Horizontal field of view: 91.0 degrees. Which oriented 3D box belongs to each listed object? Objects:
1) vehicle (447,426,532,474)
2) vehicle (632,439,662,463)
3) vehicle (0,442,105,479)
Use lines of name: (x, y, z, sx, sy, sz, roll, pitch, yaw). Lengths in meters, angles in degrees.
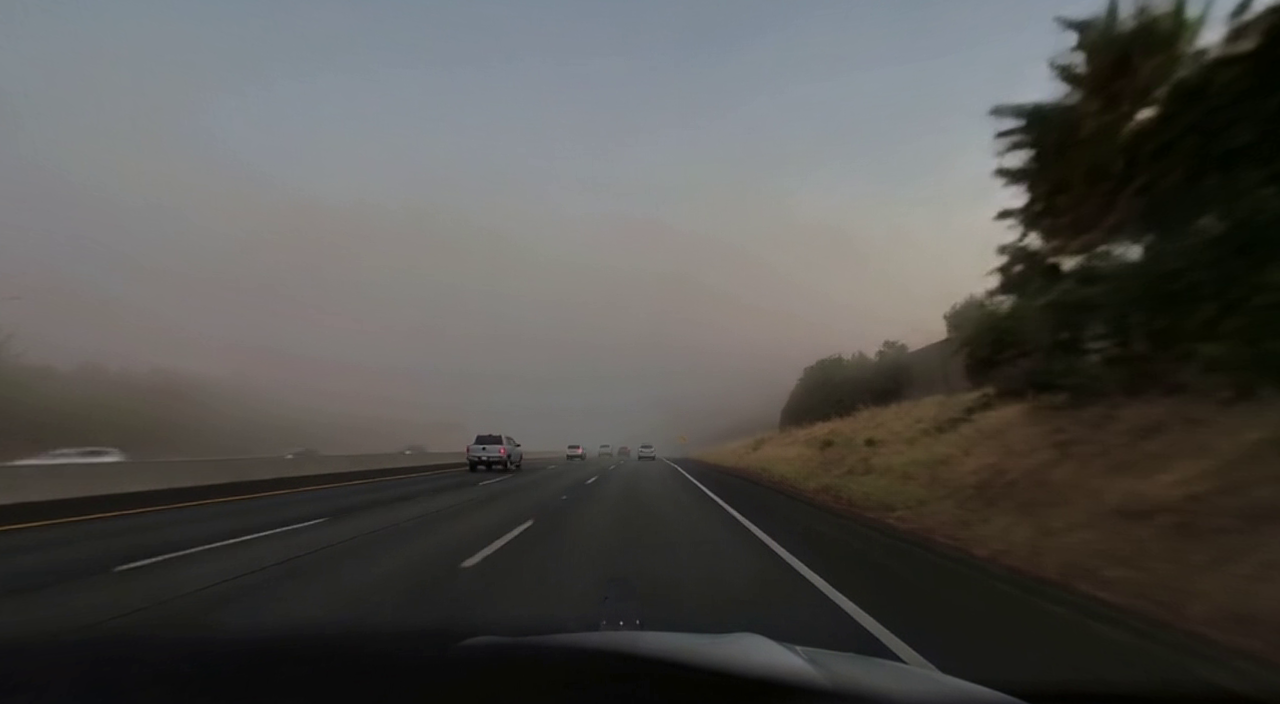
vehicle: (-6.639, 4.419, 28.622, 2.438, 1.967, 5.596, 0, -8, 1)
vehicle: (0.546, 7.392, 47.310, 2.141, 1.706, 4.065, 0, -8, 0)
vehicle: (-28.583, 5.096, 29.942, 1.993, 1.606, 4.790, 0, -8, 0)
